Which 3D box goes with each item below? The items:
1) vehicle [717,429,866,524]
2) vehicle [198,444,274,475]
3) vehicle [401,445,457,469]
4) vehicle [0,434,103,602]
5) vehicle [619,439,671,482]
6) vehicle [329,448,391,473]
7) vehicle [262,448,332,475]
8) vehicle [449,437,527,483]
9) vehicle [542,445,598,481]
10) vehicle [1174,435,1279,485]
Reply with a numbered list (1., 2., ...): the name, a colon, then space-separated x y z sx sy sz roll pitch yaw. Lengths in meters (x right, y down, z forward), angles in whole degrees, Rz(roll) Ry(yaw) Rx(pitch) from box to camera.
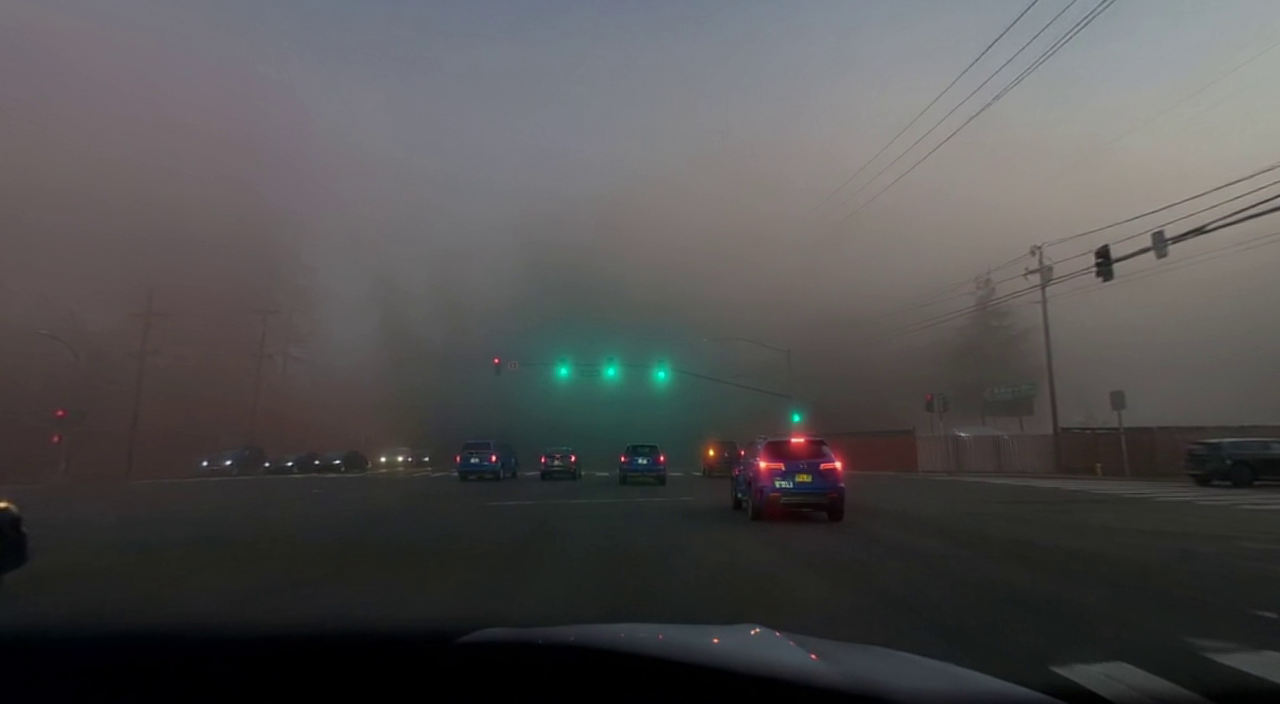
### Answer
1. vehicle: 2.946 2.540 13.440 2.034 1.655 4.465 0 -9 0
2. vehicle: -24.835 6.607 39.031 1.889 1.814 4.086 0 -9 1
3. vehicle: -14.826 7.379 44.654 2.129 1.554 4.627 -2 -9 3
4. vehicle: -6.635 1.274 4.284 1.930 1.468 4.560 0 -9 1
5. vehicle: 0.264 4.684 27.606 2.111 1.712 4.078 0 -9 1
6. vehicle: -18.188 7.035 41.239 1.994 1.496 4.211 0 -9 2
7. vehicle: -21.482 6.860 39.743 1.891 1.577 4.238 -1 -9 3
8. vehicle: -6.498 4.682 27.635 2.116 1.812 4.609 0 -9 2
9. vehicle: -3.042 4.947 28.469 1.881 1.466 4.484 0 -9 2
10. vehicle: 20.374 3.426 20.193 4.830 1.493 1.930 0 -9 -1
